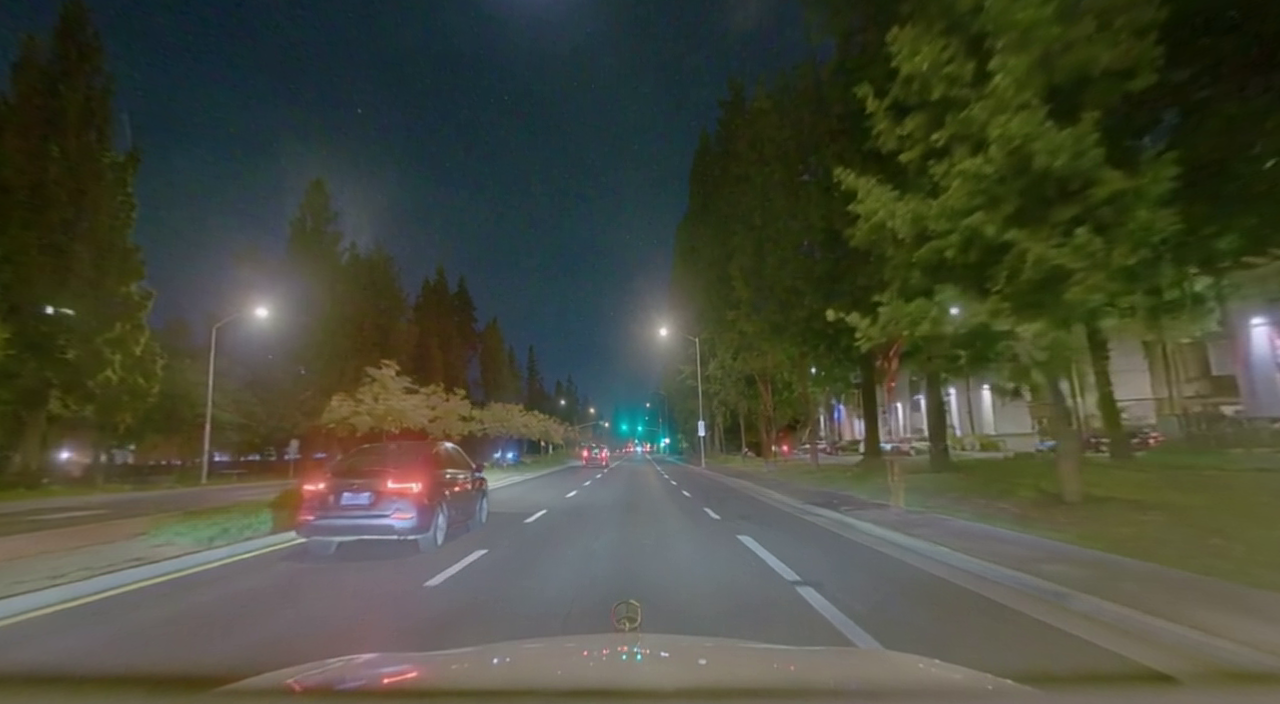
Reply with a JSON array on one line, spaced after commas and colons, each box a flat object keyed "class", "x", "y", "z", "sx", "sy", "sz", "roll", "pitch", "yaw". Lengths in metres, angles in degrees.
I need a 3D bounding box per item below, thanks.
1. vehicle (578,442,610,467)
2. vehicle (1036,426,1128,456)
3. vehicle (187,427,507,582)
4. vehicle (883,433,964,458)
[{"class": "vehicle", "x": -3.433, "y": 7.763, "z": 47.957, "sx": 2.138, "sy": 1.733, "sz": 4.427, "roll": 0, "pitch": -9, "yaw": 0}, {"class": "vehicle", "x": 27.273, "y": 5.580, "z": 39.218, "sx": 1.837, "sy": 1.720, "sz": 4.764, "roll": 1, "pitch": -9, "yaw": -7}, {"class": "vehicle", "x": -3.388, "y": 1.870, "z": 8.690, "sx": 2.011, "sy": 1.498, "sz": 4.914, "roll": 0, "pitch": -9, "yaw": 1}, {"class": "vehicle", "x": 19.512, "y": 6.447, "z": 43.593, "sx": 4.465, "sy": 1.587, "sz": 2.178, "roll": 0, "pitch": -11, "yaw": -6}]
